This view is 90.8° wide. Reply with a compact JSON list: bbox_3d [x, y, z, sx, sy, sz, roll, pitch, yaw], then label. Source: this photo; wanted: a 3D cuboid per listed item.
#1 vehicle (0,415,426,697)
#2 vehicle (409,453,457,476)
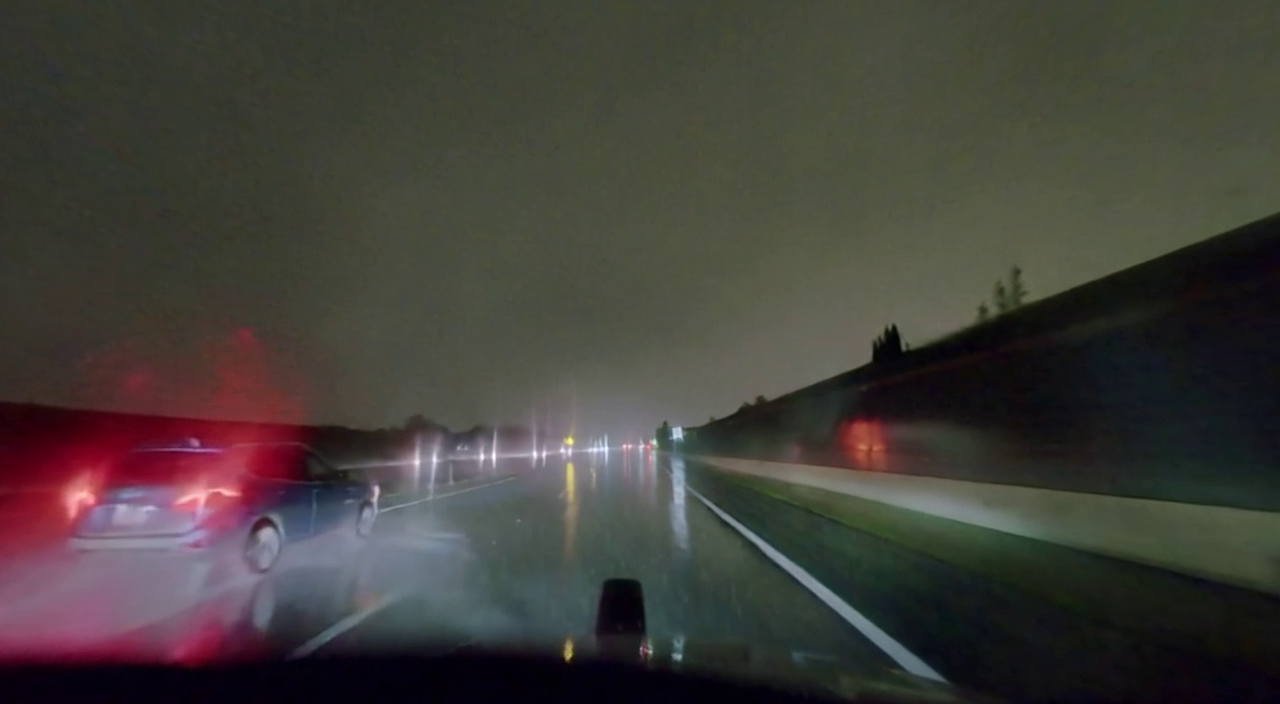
[{"bbox_3d":[-3.878,1.503,5.884,2.118,1.562,4.541,0,-9,1],"label":"vehicle"},{"bbox_3d":[-14.378,7.819,43.993,1.804,1.442,4.254,0,-9,2],"label":"vehicle"}]
